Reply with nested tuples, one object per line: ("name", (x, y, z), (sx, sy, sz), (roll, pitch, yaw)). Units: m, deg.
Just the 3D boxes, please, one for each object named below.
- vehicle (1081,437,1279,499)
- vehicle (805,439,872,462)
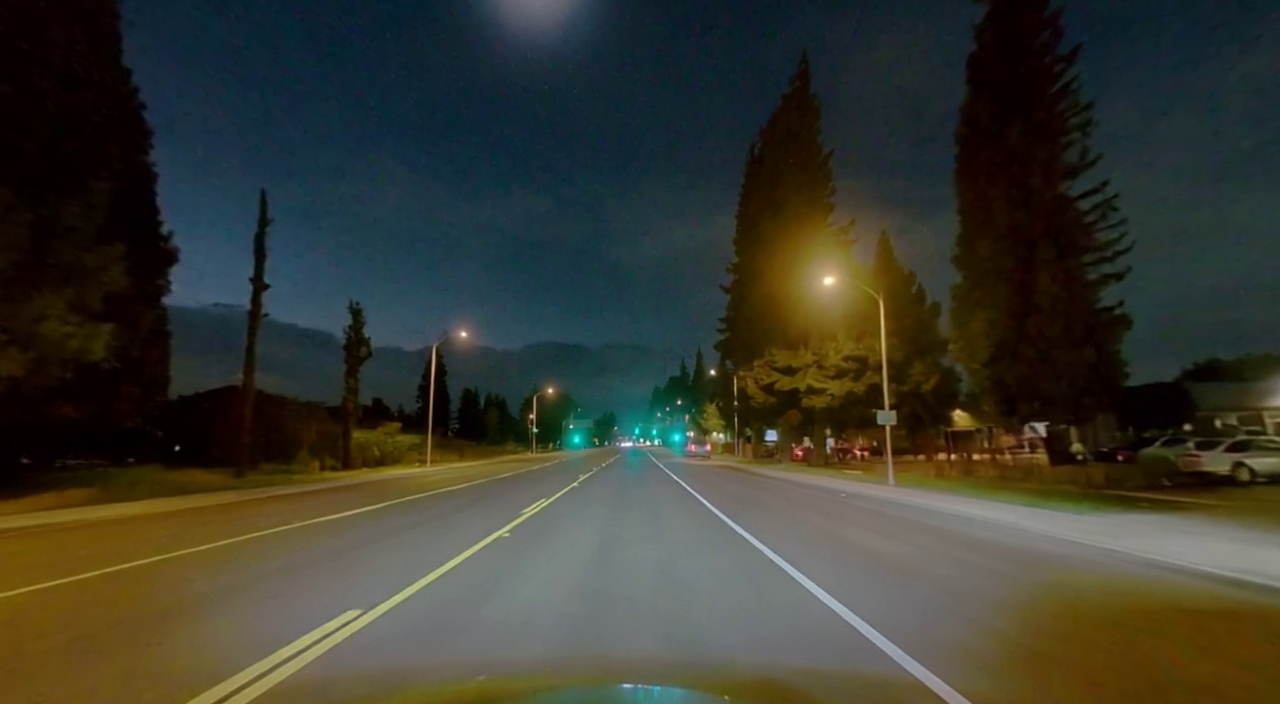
("vehicle", (14.426, 2.928, 16.181), (4.664, 1.450, 2.025), (0, -8, 3))
("vehicle", (15.208, 7.581, 48.598), (4.505, 1.671, 1.888), (0, -9, -2))
